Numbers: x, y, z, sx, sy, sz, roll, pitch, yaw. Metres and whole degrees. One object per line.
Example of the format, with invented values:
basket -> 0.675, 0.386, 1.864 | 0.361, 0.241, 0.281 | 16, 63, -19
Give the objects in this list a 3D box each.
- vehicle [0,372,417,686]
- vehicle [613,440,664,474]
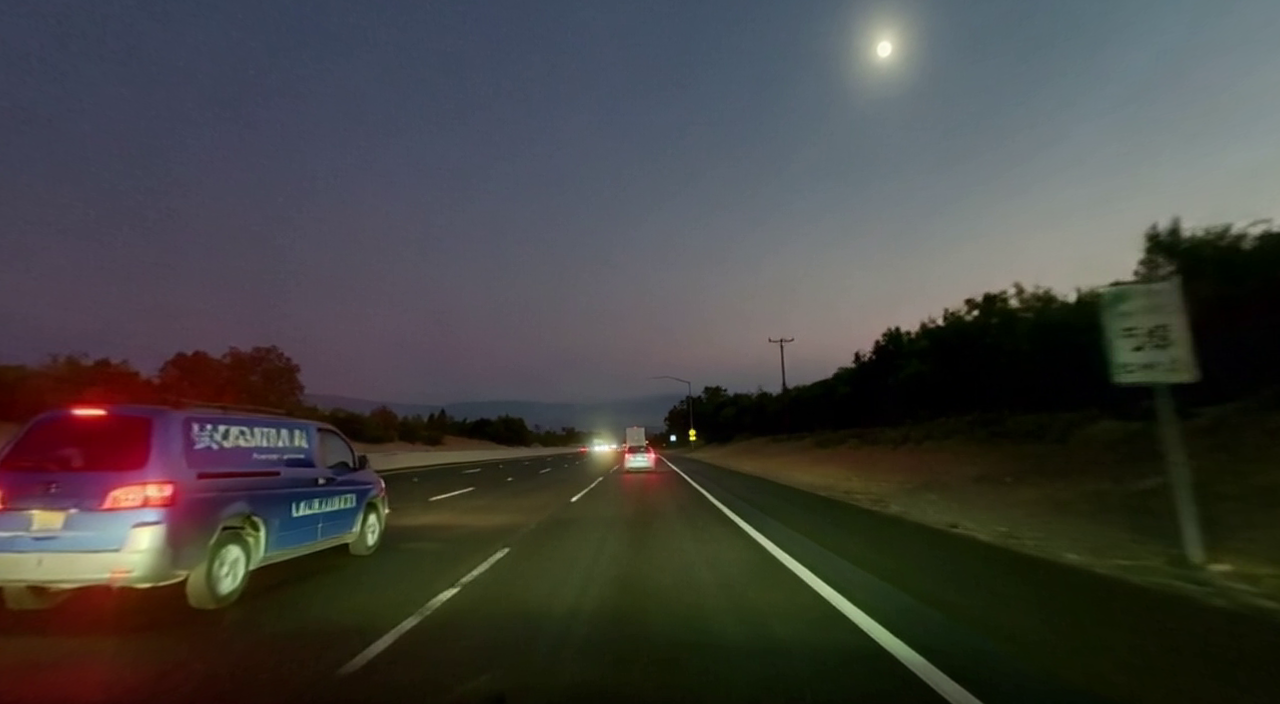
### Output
vehicle -> -4.279, 1.426, 6.344 | 2.174, 1.862, 5.012 | 0, -9, 0
vehicle -> -0.049, 4.853, 29.303 | 2.238, 1.479, 3.672 | 0, -9, 0
